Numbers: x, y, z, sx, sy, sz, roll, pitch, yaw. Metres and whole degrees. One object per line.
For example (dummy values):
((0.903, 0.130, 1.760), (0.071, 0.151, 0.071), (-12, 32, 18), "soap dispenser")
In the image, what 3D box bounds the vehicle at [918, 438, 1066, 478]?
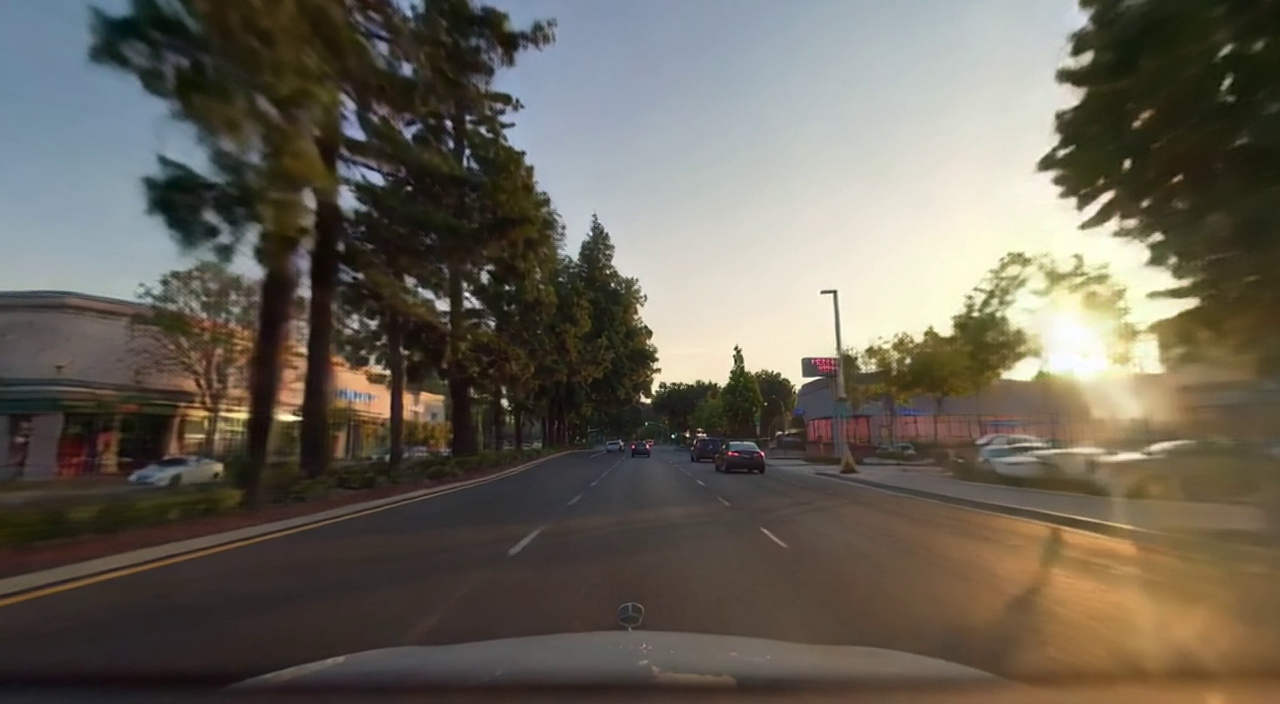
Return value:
((14.463, 4.378, 26.095), (4.909, 1.463, 1.924), (-2, -8, 1), "vehicle")

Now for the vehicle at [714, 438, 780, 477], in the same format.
((4.337, 4.333, 26.213), (1.916, 1.459, 4.335), (0, -8, -1), "vehicle")

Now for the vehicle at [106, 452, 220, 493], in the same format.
((-22.228, 5.609, 29.629), (1.997, 1.637, 4.386), (-2, -8, -2), "vehicle")

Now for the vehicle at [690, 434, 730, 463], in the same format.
((4.806, 6.719, 44.028), (2.140, 1.921, 4.431), (0, -8, -2), "vehicle")

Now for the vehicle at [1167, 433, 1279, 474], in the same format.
((26.610, 4.520, 28.212), (4.147, 1.545, 2.108), (-3, -8, -4), "vehicle")
